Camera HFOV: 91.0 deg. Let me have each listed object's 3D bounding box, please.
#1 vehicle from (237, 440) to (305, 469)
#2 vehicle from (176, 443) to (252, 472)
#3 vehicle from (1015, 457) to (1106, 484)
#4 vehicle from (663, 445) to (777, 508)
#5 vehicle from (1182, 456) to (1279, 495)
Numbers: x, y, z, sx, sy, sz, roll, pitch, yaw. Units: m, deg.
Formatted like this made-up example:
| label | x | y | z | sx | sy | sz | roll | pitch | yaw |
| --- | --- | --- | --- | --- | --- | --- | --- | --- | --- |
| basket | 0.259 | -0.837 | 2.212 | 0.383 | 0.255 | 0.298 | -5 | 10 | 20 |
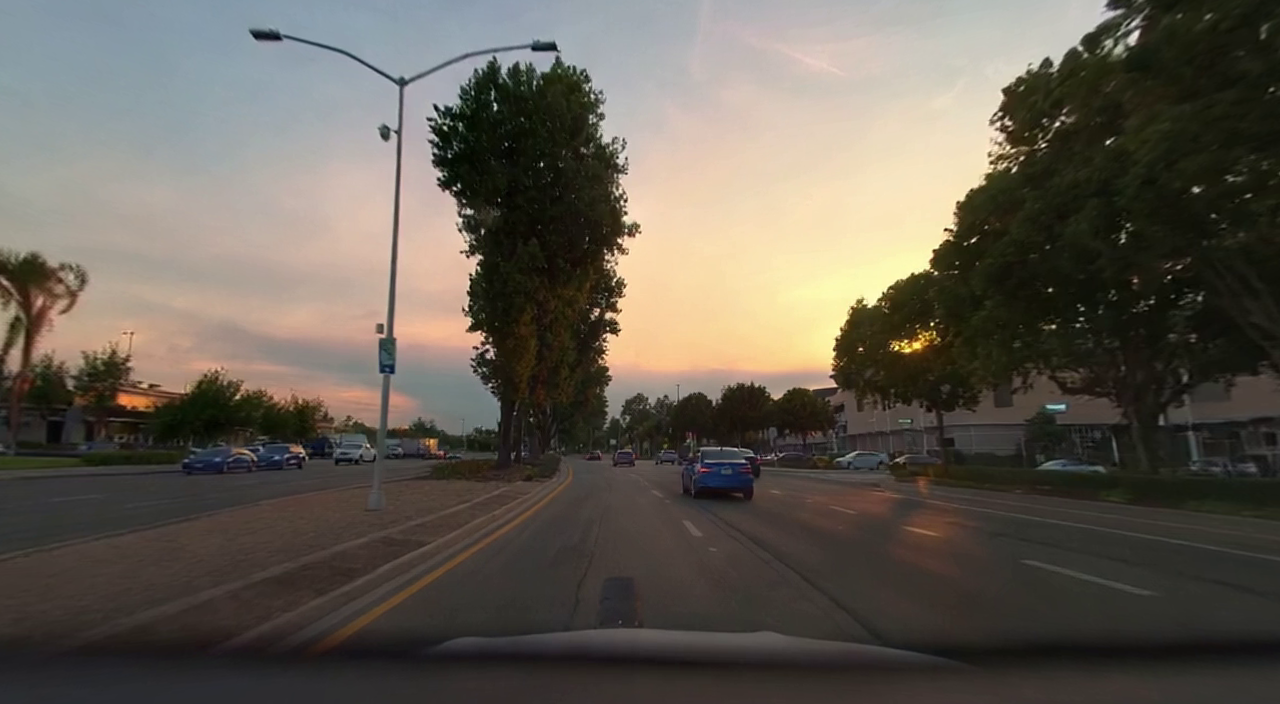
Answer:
| label | x | y | z | sx | sy | sz | roll | pitch | yaw |
| --- | --- | --- | --- | --- | --- | --- | --- | --- | --- |
| vehicle | -25.214 | 7.014 | 43.219 | 1.982 | 1.811 | 4.730 | 1 | -9 | -3 |
| vehicle | -24.968 | 6.190 | 37.083 | 1.689 | 1.595 | 4.293 | 1 | -9 | -4 |
| vehicle | 28.172 | 7.934 | 42.376 | 1.905 | 1.561 | 4.816 | 3 | -9 | -18 |
| vehicle | 1.957 | 3.235 | 16.883 | 2.256 | 1.451 | 4.313 | 1 | -9 | -3 |
| vehicle | 32.027 | 6.512 | 33.410 | 4.883 | 1.887 | 2.293 | 2 | -9 | -13 |
